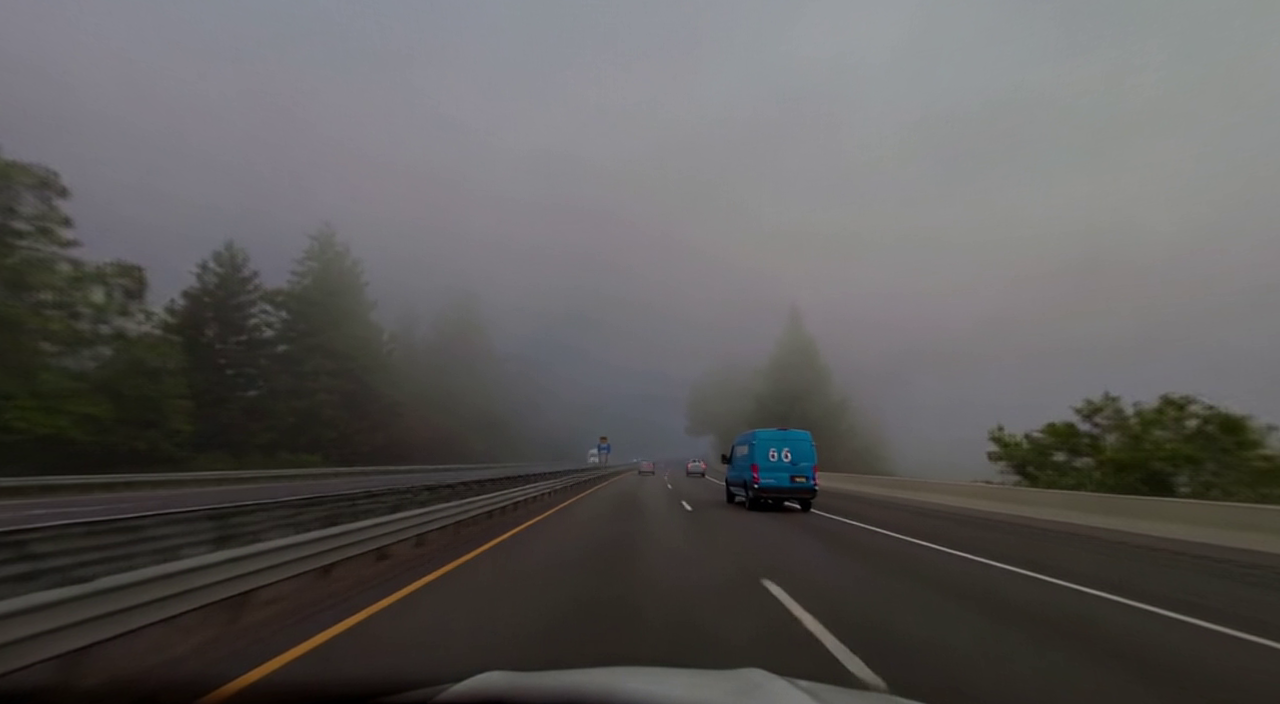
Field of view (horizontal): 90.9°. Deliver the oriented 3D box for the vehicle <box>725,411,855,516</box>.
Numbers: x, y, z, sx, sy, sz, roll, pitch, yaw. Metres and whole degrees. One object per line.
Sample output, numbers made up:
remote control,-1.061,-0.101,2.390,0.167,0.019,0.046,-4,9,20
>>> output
vehicle,4.162,3.327,18.755,2.366,2.595,5.793,1,-11,-1
